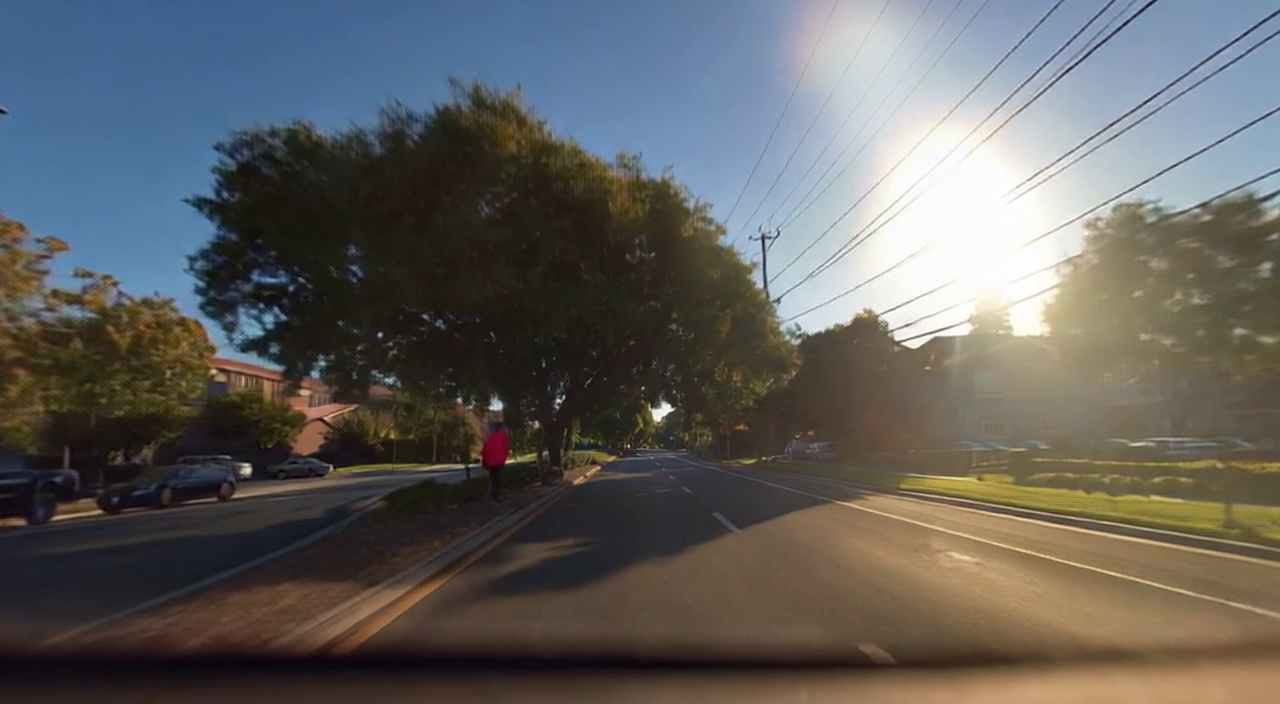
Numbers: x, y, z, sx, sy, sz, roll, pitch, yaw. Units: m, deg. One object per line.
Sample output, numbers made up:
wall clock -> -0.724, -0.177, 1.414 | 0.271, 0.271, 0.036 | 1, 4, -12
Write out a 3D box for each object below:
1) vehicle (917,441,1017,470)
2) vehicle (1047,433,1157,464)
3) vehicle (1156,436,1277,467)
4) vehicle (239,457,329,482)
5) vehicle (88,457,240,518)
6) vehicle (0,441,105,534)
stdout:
vehicle -> 17.476, 5.547, 33.926 | 4.246, 1.427, 2.055 | 0, -9, 0
vehicle -> 31.328, 6.574, 43.078 | 2.206, 1.971, 5.600 | 3, -9, -21
vehicle -> 33.134, 5.717, 36.516 | 1.974, 1.647, 4.721 | 2, -9, -15
vehicle -> -21.883, 7.223, 38.980 | 4.354, 1.450, 2.043 | 1, -9, -10
vehicle -> -15.435, 4.366, 20.893 | 2.106, 1.517, 4.632 | -3, -8, -10
vehicle -> -14.978, 2.990, 13.787 | 2.298, 1.979, 4.920 | -2, -8, 0
